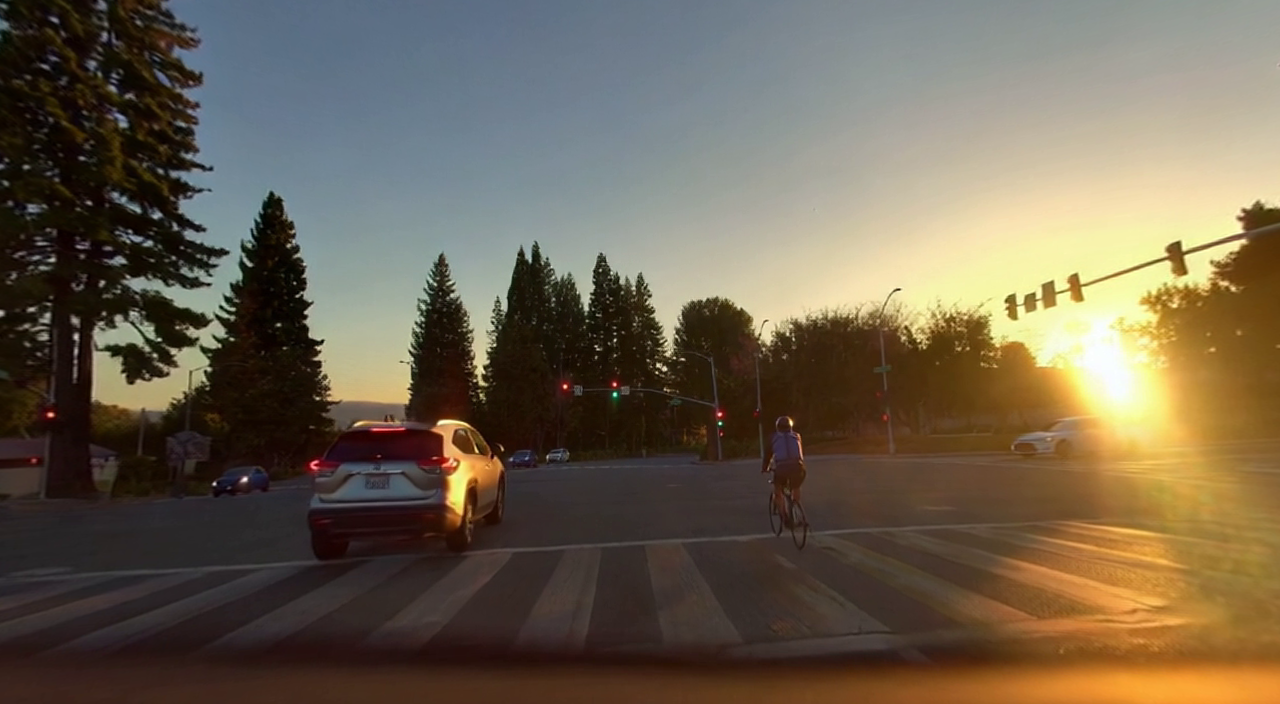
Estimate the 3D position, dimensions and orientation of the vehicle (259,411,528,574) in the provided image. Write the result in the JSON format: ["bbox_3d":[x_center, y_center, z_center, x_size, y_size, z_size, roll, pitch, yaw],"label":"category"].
[{"bbox_3d":[-3.103,1.872,9.240,2.049,1.756,4.602,0,-8,0],"label":"vehicle"}]

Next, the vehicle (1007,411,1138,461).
[{"bbox_3d":[18.571,3.643,27.179,4.237,1.948,1.997,-1,-9,-9],"label":"vehicle"}]

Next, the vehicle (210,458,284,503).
[{"bbox_3d":[-15.357,4.952,24.787,2.171,1.474,4.513,5,-10,-30],"label":"vehicle"}]

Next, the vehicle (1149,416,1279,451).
[{"bbox_3d":[25.739,3.666,28.174,4.716,1.507,1.904,2,-9,-11],"label":"vehicle"}]
